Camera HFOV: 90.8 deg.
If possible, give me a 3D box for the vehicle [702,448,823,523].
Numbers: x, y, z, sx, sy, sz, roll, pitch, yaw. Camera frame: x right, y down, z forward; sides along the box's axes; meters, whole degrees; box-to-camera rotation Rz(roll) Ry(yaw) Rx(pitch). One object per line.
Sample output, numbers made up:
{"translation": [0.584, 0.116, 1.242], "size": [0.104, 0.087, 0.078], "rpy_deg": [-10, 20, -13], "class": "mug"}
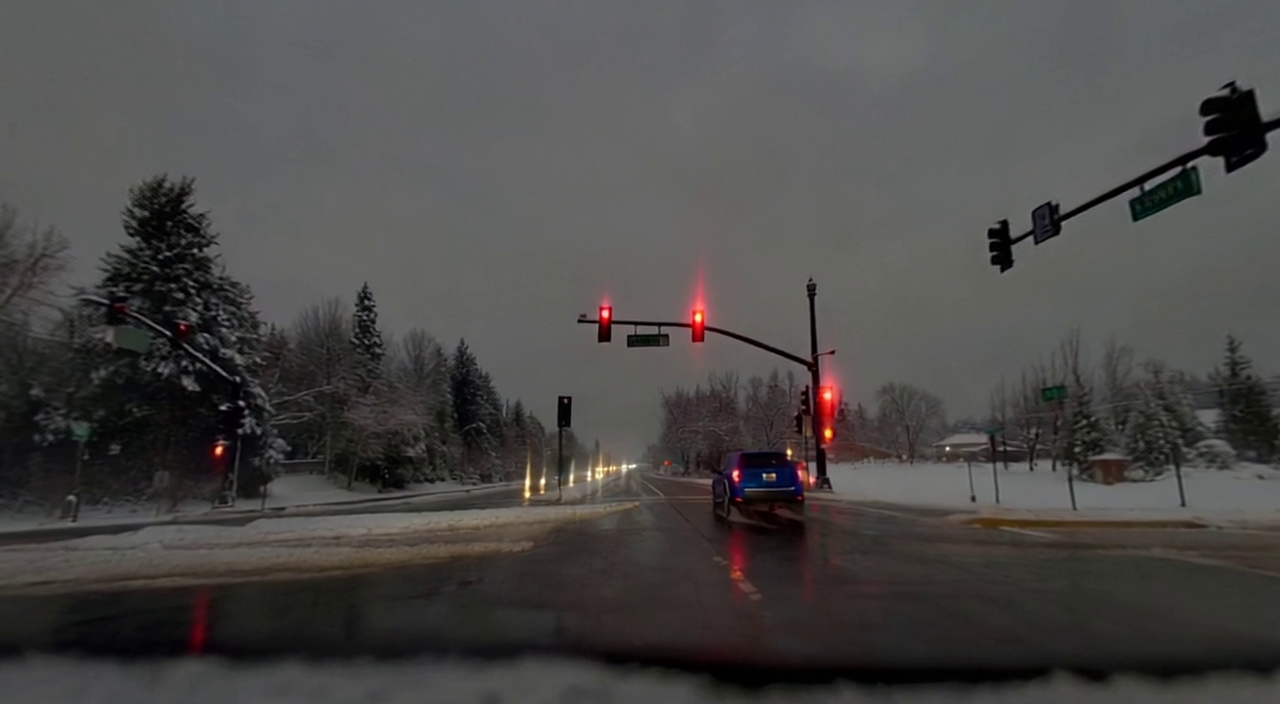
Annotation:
{"translation": [2.999, 3.378, 16.699], "size": [2.140, 1.655, 4.786], "rpy_deg": [0, -9, -1], "class": "vehicle"}
